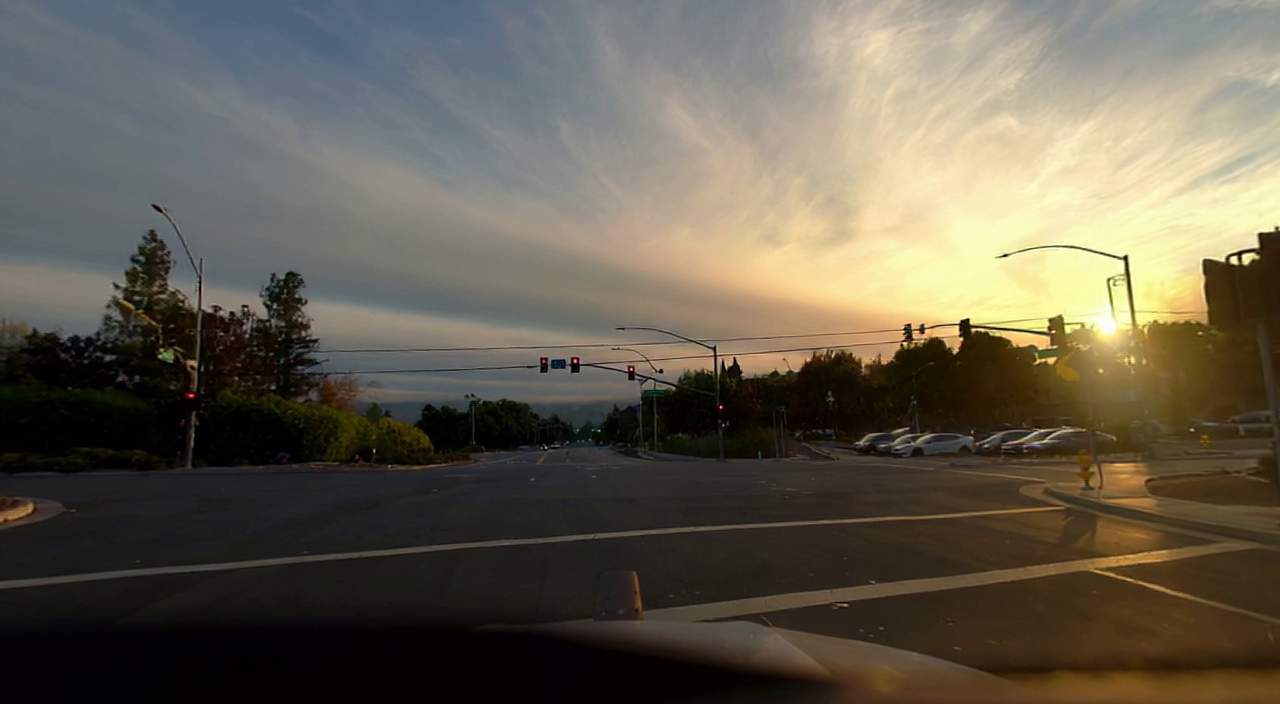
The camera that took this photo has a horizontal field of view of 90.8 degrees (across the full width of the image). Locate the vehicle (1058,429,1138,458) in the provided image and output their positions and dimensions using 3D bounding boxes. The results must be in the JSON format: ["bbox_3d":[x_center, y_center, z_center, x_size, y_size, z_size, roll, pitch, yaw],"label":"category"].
[{"bbox_3d":[36.097,7.205,49.735,6.148,2.119,2.473,4,-10,-28],"label":"vehicle"}]

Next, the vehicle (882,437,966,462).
[{"bbox_3d":[18.707,6.425,41.620,5.234,1.549,1.982,4,-9,-24],"label":"vehicle"}]

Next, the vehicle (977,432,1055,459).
[{"bbox_3d":[26.955,6.729,45.262,5.032,1.828,2.183,4,-9,-24],"label":"vehicle"}]
